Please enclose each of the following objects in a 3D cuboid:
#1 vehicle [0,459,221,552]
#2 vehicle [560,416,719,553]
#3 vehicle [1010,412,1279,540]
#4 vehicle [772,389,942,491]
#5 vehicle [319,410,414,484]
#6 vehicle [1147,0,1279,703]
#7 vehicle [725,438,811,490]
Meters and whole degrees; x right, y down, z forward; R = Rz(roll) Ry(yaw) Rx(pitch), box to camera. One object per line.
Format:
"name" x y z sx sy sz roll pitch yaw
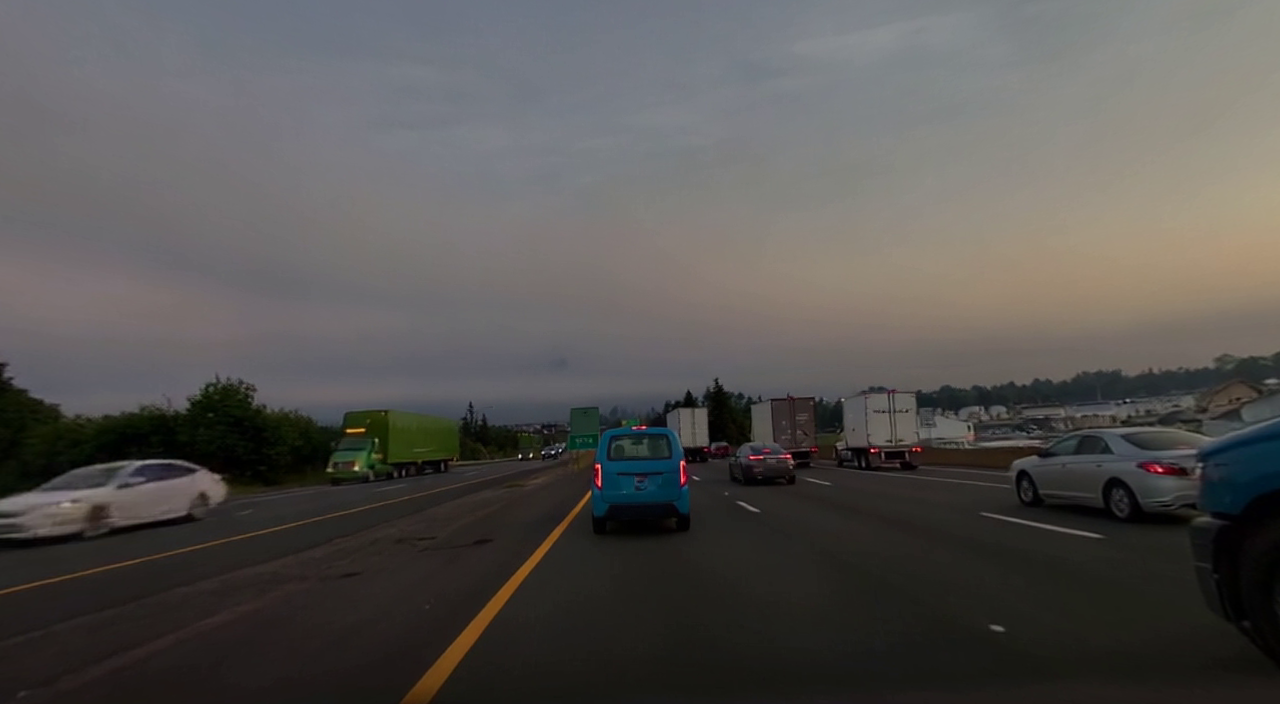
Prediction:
"vehicle" -11.470 3.098 13.343 1.925 1.517 4.598 0 -9 0
"vehicle" -0.021 1.906 9.556 1.965 1.664 3.428 0 -9 0
"vehicle" 8.491 1.955 10.460 1.913 1.652 4.384 0 -9 0
"vehicle" 7.978 3.570 25.133 2.799 3.188 10.578 0 -9 -1
"vehicle" -16.257 5.714 37.806 2.984 4.020 5.983 -1 -9 0
"vehicle" 4.250 -0.387 0.162 2.987 3.877 5.881 0 -9 -1
"vehicle" 4.005 3.564 20.231 1.859 1.512 3.711 0 -9 -2
